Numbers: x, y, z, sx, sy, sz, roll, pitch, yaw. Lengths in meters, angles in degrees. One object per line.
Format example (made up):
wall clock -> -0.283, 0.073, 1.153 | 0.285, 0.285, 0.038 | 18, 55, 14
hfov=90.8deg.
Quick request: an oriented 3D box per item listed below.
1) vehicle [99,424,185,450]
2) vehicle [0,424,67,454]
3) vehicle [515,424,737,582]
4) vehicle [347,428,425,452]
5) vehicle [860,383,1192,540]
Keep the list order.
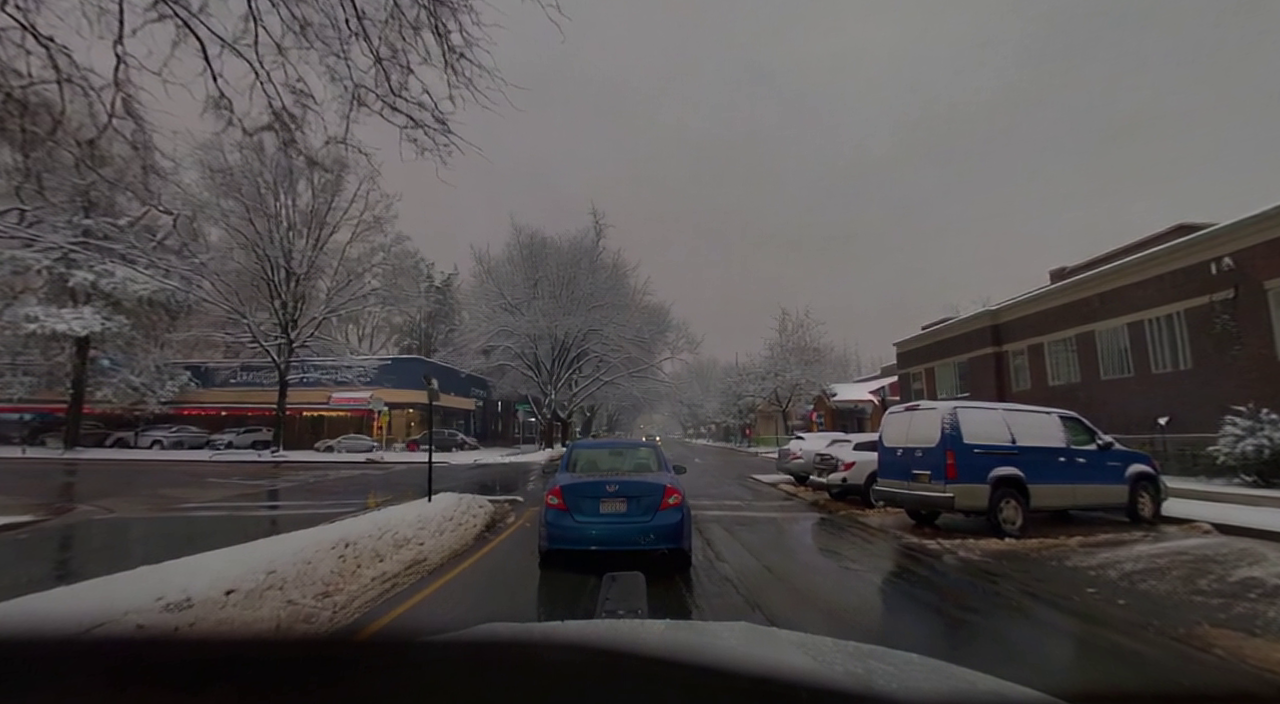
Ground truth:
vehicle -> -31.804, 5.455, 40.411 | 3.915, 1.574, 1.850 | 0, -9, 3
vehicle -> -31.832, 4.367, 31.672 | 4.168, 1.458, 1.904 | 0, -9, -2
vehicle -> -0.194, 1.746, 8.220 | 2.065, 1.450, 4.522 | 0, -8, -2
vehicle -> -18.453, 6.428, 46.065 | 4.892, 1.679, 1.927 | 1, -9, -6
vehicle -> 6.652, 1.821, 10.870 | 5.385, 2.146, 2.143 | 4, -9, -25
